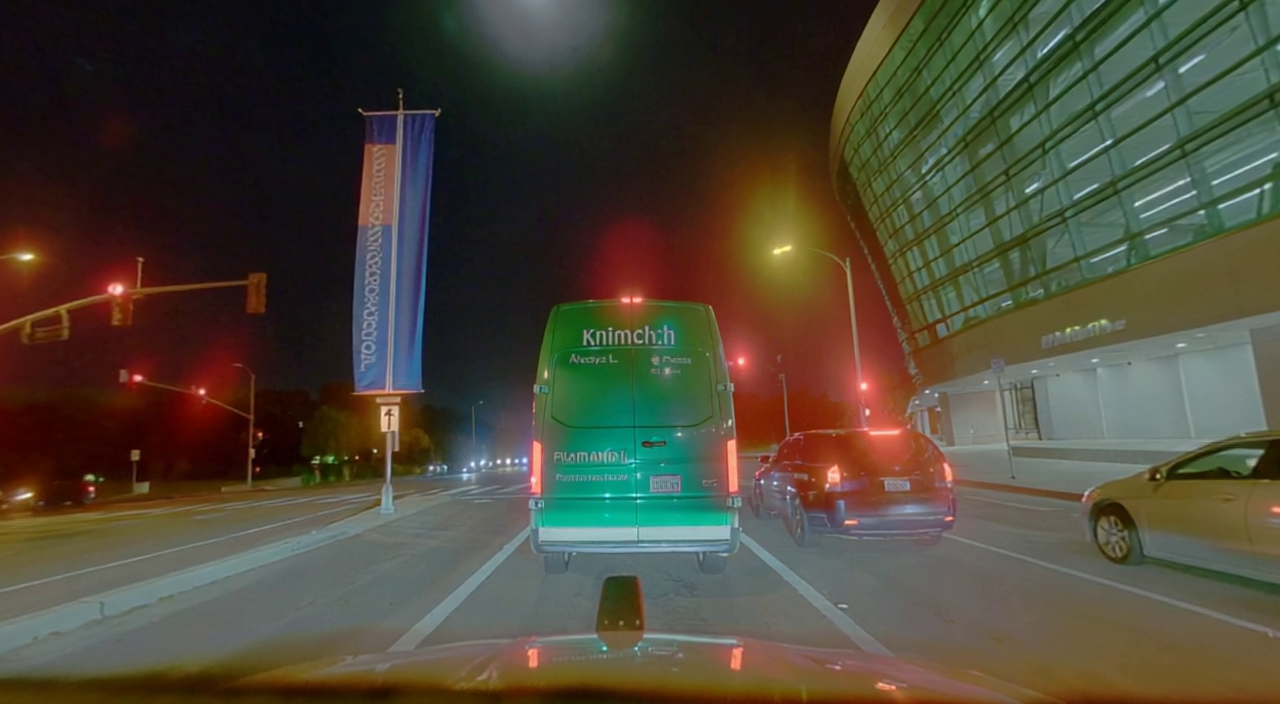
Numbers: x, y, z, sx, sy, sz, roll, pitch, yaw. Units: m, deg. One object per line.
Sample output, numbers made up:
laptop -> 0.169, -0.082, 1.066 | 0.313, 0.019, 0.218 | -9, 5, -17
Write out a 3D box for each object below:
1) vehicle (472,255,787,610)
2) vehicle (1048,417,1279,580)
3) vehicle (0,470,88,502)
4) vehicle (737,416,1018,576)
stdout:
vehicle -> -0.040, 1.177, 9.095 | 2.613, 3.035, 7.342 | 0, -8, 1
vehicle -> 7.531, 1.582, 7.013 | 1.963, 1.669, 4.678 | 3, -9, -20
vehicle -> -31.435, 6.765, 32.001 | 4.888, 1.481, 1.873 | 1, -9, -8
vehicle -> 2.878, 1.863, 9.037 | 2.183, 1.676, 4.506 | 0, -8, -1
